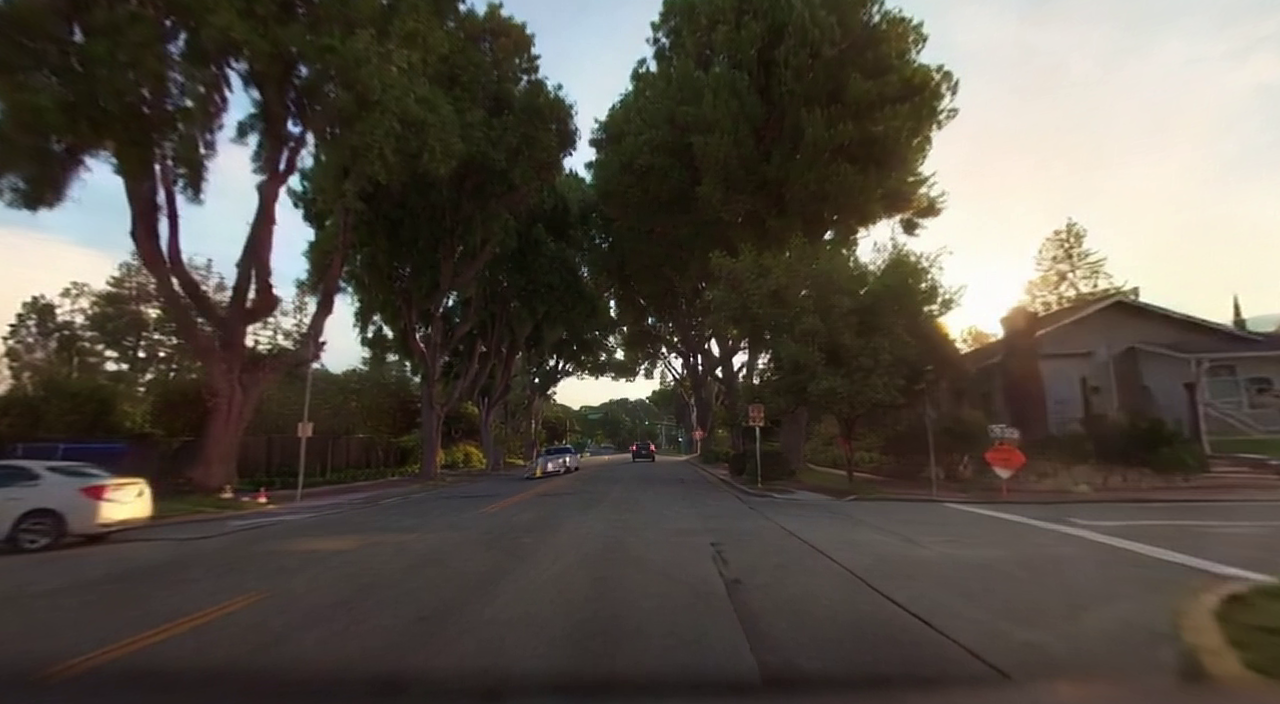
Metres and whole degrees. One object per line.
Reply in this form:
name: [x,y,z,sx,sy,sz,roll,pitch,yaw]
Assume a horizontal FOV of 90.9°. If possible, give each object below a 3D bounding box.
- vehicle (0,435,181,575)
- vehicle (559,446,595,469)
vehicle: [-9.662,2.235,9.056,4.594,1.696,1.971,-4,-8,-2]
vehicle: [-4.549,7.708,46.252,1.927,1.521,4.571,0,-8,3]
